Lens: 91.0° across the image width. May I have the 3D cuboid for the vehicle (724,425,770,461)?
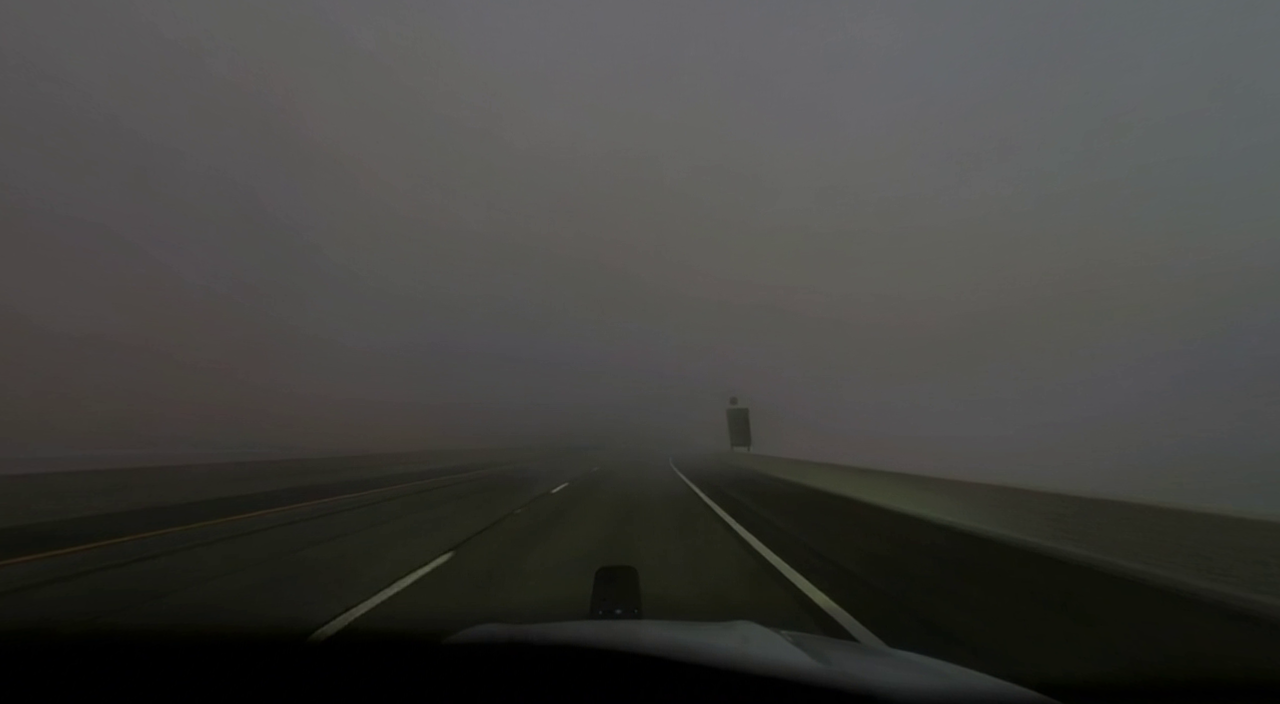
[{"bbox_3d":[6.319,5.406,37.578,1.914,2.013,4.041,0,-8,-2],"label":"vehicle"}]
